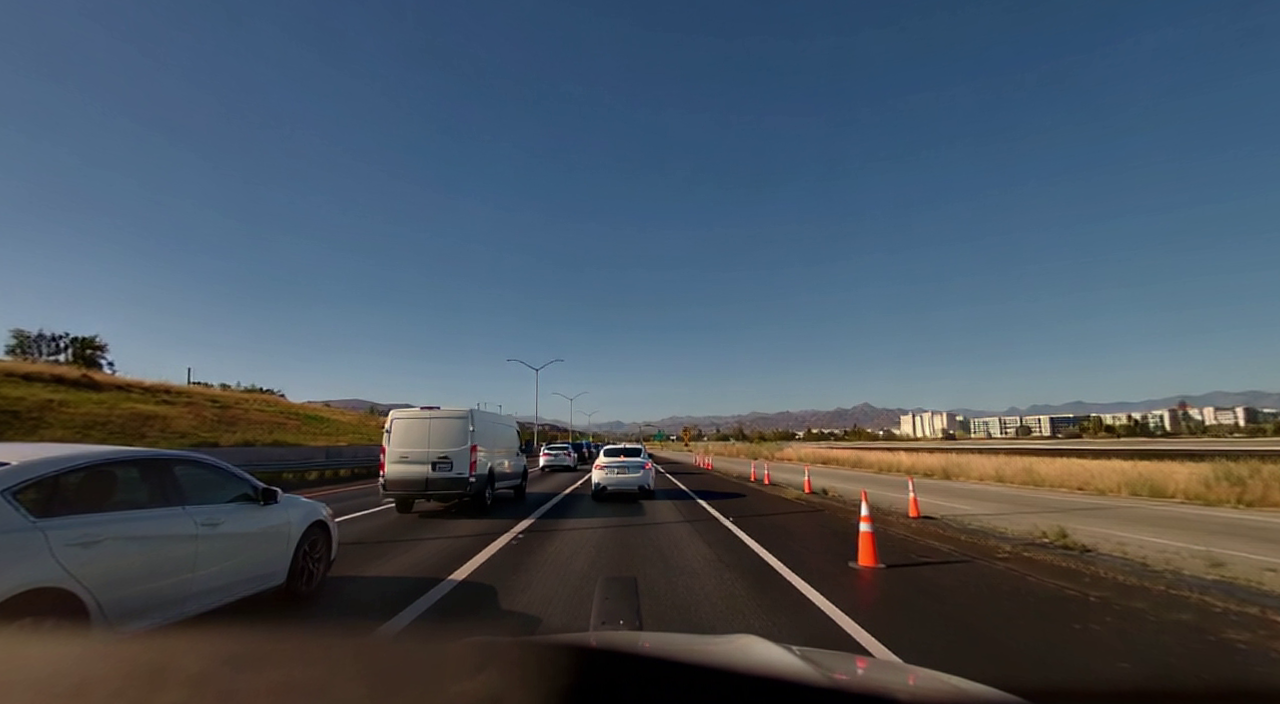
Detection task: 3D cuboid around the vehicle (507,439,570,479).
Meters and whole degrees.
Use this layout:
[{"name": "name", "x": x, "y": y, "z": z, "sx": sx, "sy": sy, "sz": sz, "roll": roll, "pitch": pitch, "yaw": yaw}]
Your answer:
[{"name": "vehicle", "x": -3.967, "y": 4.258, "z": 25.312, "sx": 1.824, "sy": 1.459, "sz": 4.007, "roll": 0, "pitch": -9, "yaw": 0}]

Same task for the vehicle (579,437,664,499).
[{"name": "vehicle", "x": -0.479, "y": 3.114, "z": 17.360, "sx": 2.069, "sy": 1.484, "sz": 3.918, "roll": 0, "pitch": -9, "yaw": -1}]

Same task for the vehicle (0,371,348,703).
[{"name": "vehicle", "x": -3.811, "y": 1.029, "z": 3.674, "sx": 2.041, "sy": 1.604, "sz": 4.384, "roll": 0, "pitch": -9, "yaw": 1}]

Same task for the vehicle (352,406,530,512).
[{"name": "vehicle", "x": -4.294, "y": 2.475, "z": 14.973, "sx": 2.324, "sy": 2.012, "sz": 5.740, "roll": 0, "pitch": -9, "yaw": 0}]
